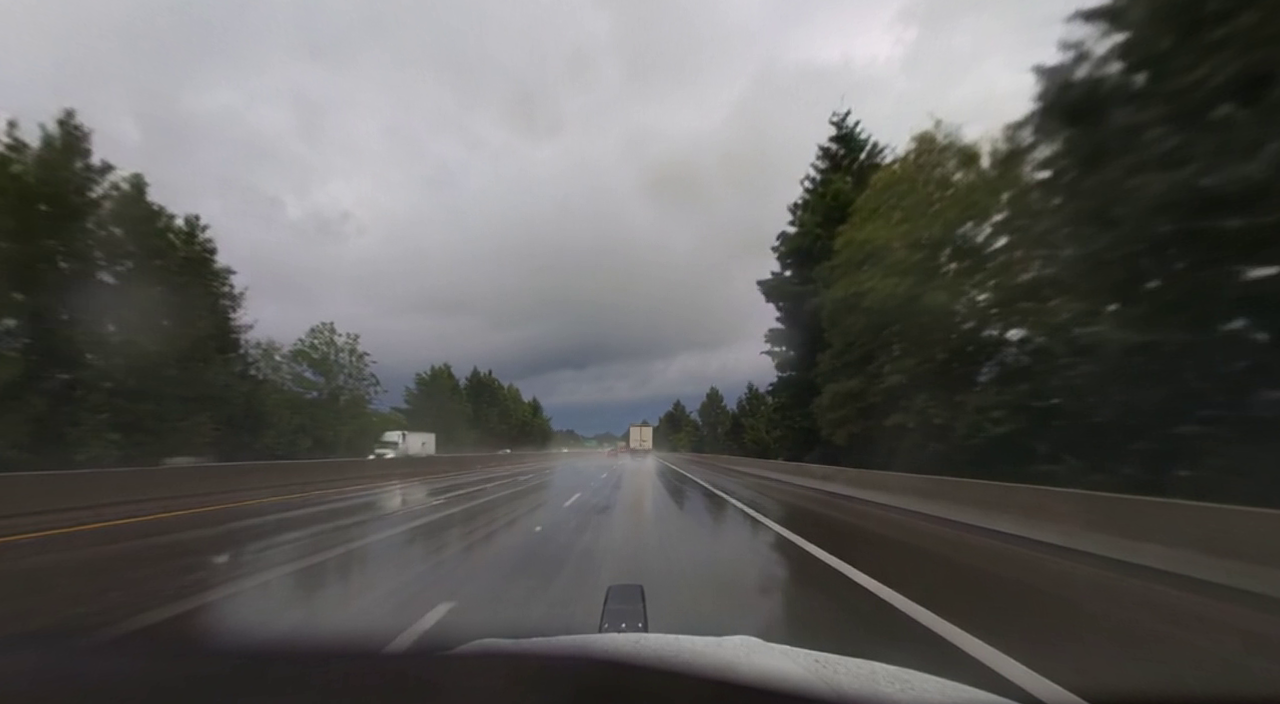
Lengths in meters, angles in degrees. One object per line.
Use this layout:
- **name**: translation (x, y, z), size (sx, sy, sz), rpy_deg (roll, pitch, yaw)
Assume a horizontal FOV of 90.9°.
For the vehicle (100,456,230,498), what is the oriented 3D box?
- **vehicle**: translation (-18.782, 4.942, 25.221), size (1.819, 1.458, 4.282), rpy_deg (0, -9, 1)
